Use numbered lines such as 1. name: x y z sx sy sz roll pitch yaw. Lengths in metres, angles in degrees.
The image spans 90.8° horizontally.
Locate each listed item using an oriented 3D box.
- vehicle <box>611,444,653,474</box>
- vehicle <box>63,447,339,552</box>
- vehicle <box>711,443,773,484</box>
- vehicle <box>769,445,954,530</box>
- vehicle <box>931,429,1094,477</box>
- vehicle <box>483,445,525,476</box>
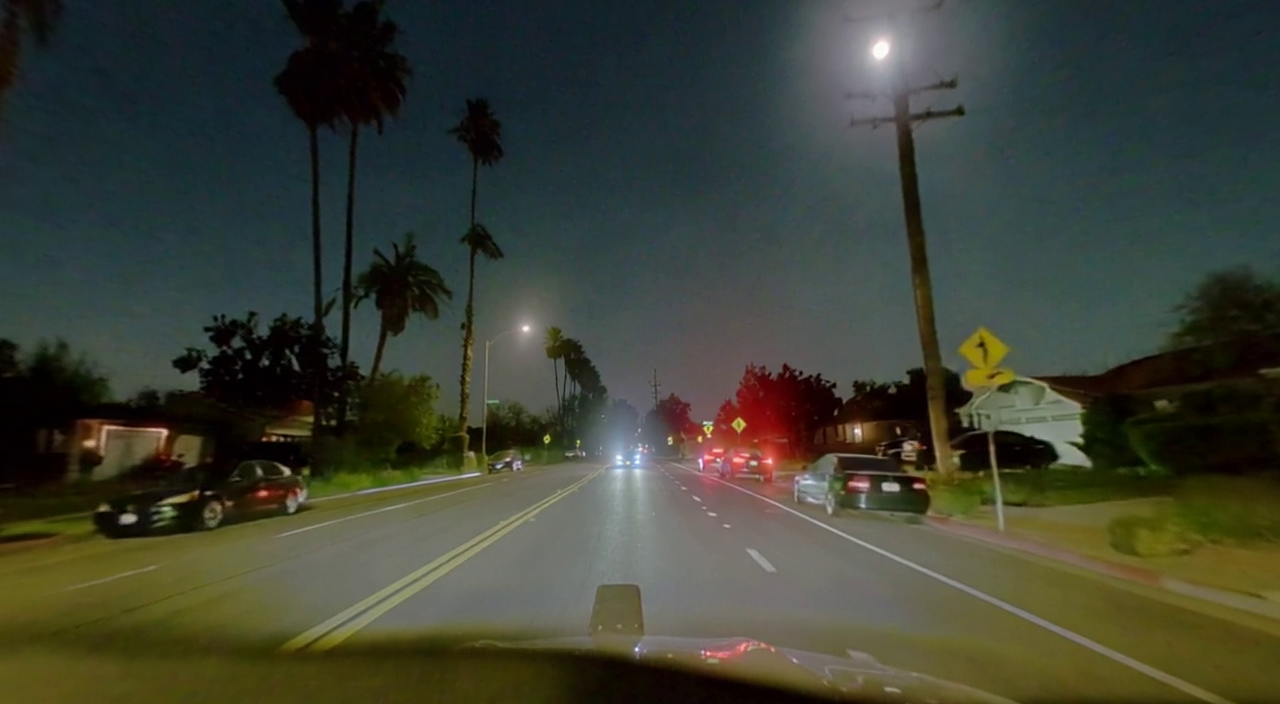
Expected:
1. vehicle: -0.415 5.649 33.582 2.098 1.483 4.099 0 -9 -1
2. vehicle: -8.946 2.980 13.748 2.181 1.527 5.441 -2 -7 0
3. vehicle: 4.420 4.914 28.260 2.017 1.646 5.389 0 -9 2
4. vehicle: 4.494 2.816 13.897 2.033 1.495 5.175 0 -9 -2
5. vehicle: 12.499 3.410 21.403 4.288 1.539 1.934 0 -9 -1
6. vehicle: -9.040 7.226 42.281 1.945 1.666 4.107 -3 -6 -1
